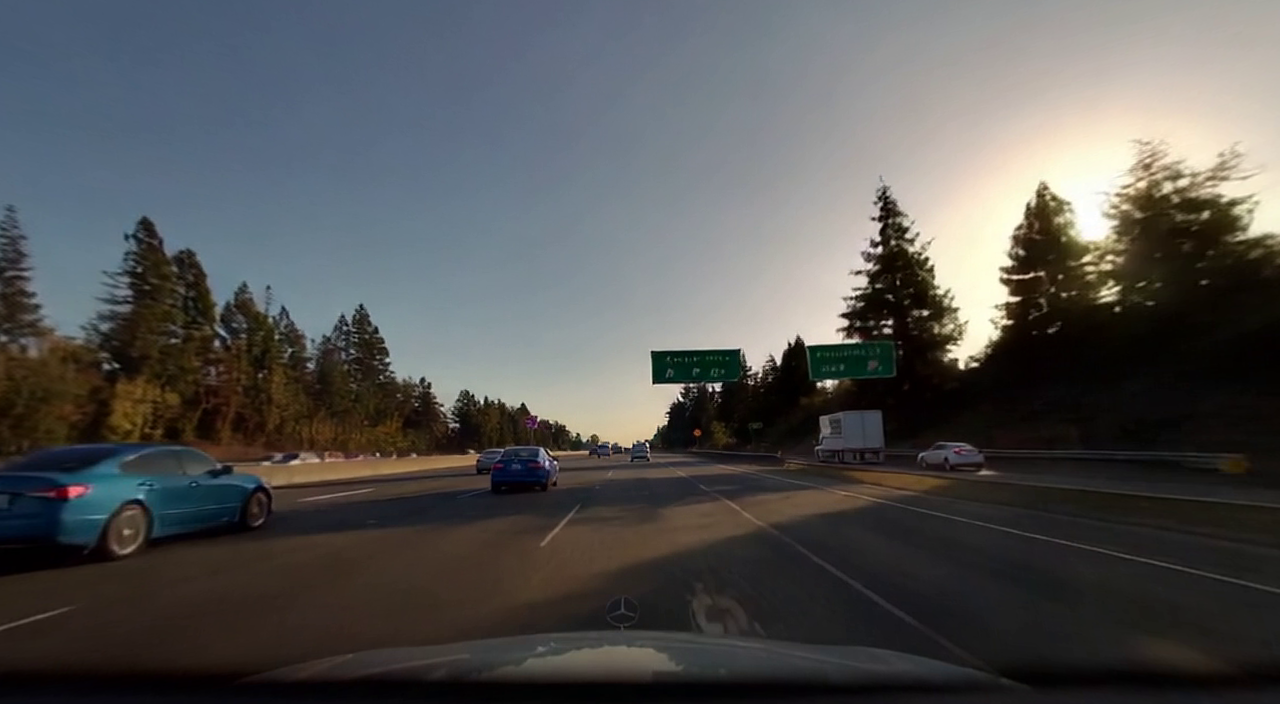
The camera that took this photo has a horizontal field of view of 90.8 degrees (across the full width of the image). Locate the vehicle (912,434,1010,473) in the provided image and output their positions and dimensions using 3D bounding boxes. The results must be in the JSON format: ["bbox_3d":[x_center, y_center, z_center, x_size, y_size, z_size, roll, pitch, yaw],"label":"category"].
[{"bbox_3d":[15.143,4.832,30.176,2.081,1.707,4.756,0,-9,-1],"label":"vehicle"}]

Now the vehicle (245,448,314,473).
[{"bbox_3d":[-24.841,7.487,43.791,1.978,1.573,4.700,0,-9,0],"label":"vehicle"}]

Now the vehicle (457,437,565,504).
[{"bbox_3d":[-3.281,3.103,16.963,2.020,1.554,4.137,0,-9,0],"label":"vehicle"}]

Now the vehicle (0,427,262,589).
[{"bbox_3d":[-7.129,1.771,7.850,1.955,1.540,4.715,0,-9,-1],"label":"vehicle"}]
